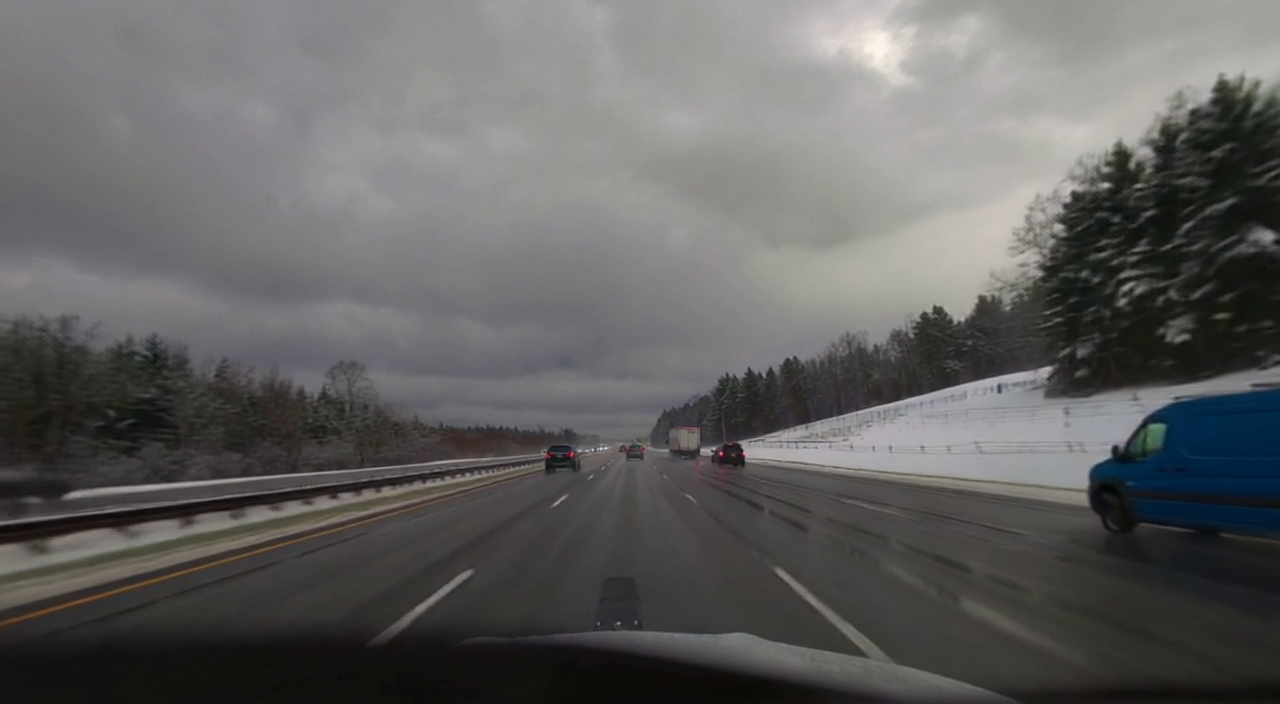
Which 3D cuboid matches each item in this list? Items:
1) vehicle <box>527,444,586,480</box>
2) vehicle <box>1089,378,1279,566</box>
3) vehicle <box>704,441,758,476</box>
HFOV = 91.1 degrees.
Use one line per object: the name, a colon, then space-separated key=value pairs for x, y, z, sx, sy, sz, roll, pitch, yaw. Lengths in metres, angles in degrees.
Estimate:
vehicle: x=-3.850 y=5.197 z=29.896 sx=2.160 sy=1.530 sz=4.500 roll=0 pitch=-9 yaw=0
vehicle: x=7.724 y=1.260 z=6.678 sx=2.133 sy=1.933 sz=4.986 roll=0 pitch=-9 yaw=-1
vehicle: x=4.598 y=5.449 z=32.452 sx=2.069 sy=1.625 sz=4.832 roll=0 pitch=-9 yaw=0
